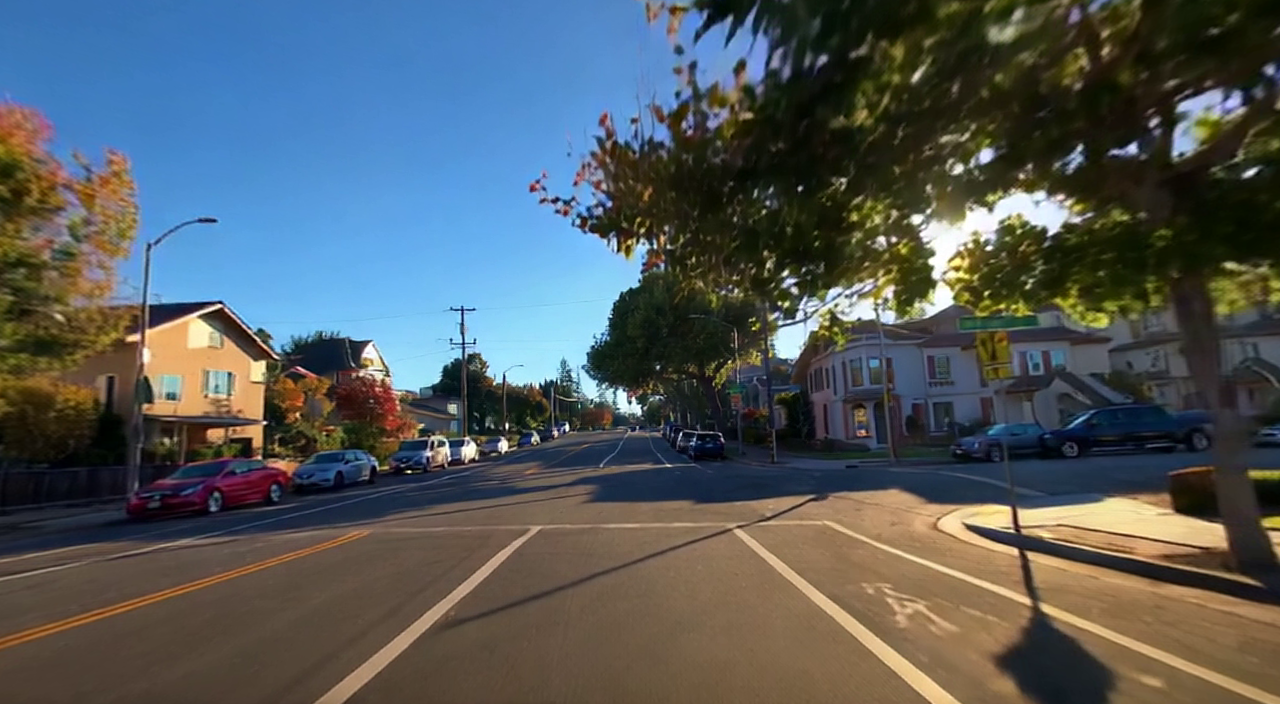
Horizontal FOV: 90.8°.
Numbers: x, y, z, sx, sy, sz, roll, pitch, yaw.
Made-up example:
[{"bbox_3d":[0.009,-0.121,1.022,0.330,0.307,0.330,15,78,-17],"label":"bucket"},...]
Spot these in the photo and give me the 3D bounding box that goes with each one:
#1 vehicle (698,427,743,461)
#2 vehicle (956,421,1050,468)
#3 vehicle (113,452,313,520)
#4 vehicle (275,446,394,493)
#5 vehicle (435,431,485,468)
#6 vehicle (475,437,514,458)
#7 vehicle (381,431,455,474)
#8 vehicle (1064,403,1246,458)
[{"bbox_3d":[4.309,4.998,34.252,1.867,1.680,4.176,0,-9,0],"label":"vehicle"},{"bbox_3d":[13.831,3.469,23.959,2.122,1.474,4.313,-10,-10,41],"label":"vehicle"},{"bbox_3d":[-11.097,3.468,16.966,1.970,1.523,4.702,-1,-9,2],"label":"vehicle"},{"bbox_3d":[-11.130,4.272,23.444,2.082,1.540,4.654,0,-9,0],"label":"vehicle"},{"bbox_3d":[-11.353,6.107,40.118,1.926,1.998,4.447,-4,-6,-2],"label":"vehicle"},{"bbox_3d":[-11.225,7.431,49.028,2.051,1.520,4.374,0,-9,-1],"label":"vehicle"},{"bbox_3d":[-11.194,5.110,32.224,2.056,1.980,4.763,0,-9,-1],"label":"vehicle"},{"bbox_3d":[19.442,3.002,24.046,4.973,1.974,2.140,0,-9,0],"label":"vehicle"}]
